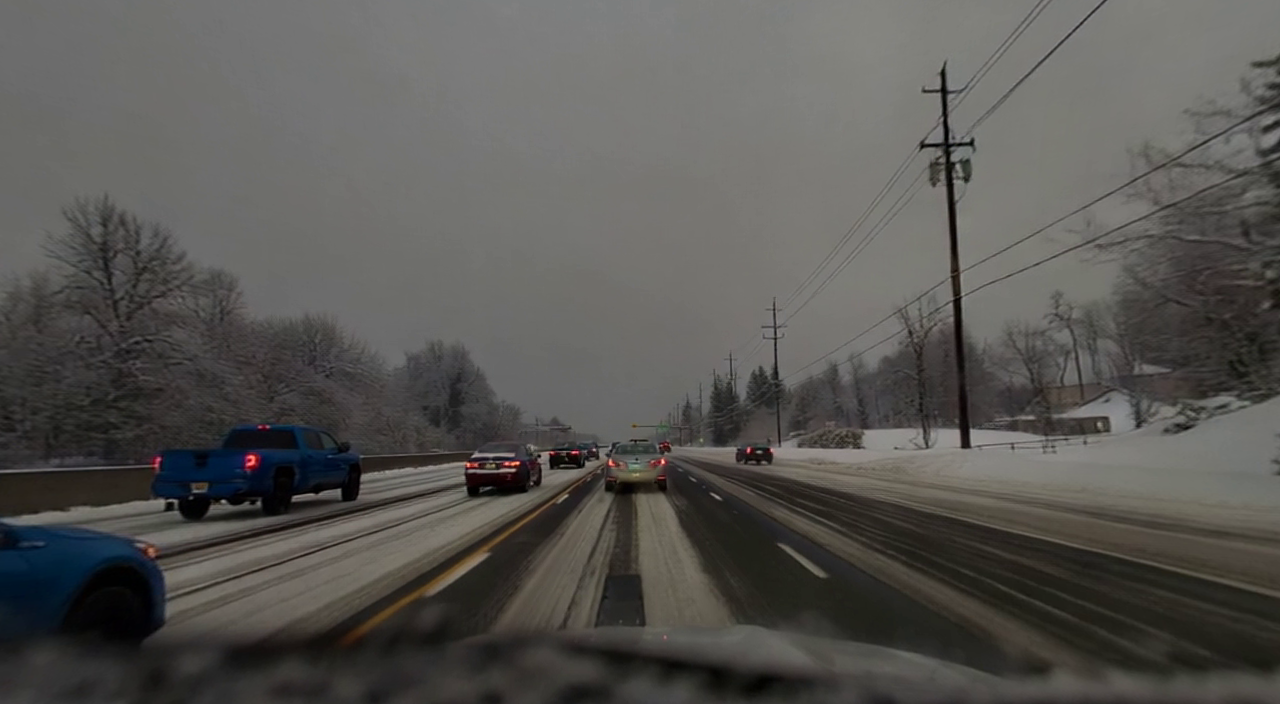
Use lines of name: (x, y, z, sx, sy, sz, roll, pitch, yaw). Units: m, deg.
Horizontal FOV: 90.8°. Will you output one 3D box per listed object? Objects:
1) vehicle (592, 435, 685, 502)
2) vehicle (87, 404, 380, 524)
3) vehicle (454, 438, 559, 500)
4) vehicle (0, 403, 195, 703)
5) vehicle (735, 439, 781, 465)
vehicle: (-0.078, 2.960, 16.562, 2.102, 1.499, 4.439, 0, -8, -1)
vehicle: (-7.747, 2.227, 13.078, 2.194, 1.922, 5.637, 0, -8, 1)
vehicle: (-3.434, 3.094, 17.131, 1.899, 1.437, 4.131, 0, -8, 1)
vehicle: (-3.812, 0.802, 1.619, 1.955, 1.481, 4.604, 0, -8, 0)
vehicle: (8.103, 6.922, 43.975, 2.205, 1.701, 4.601, 0, -8, -2)
